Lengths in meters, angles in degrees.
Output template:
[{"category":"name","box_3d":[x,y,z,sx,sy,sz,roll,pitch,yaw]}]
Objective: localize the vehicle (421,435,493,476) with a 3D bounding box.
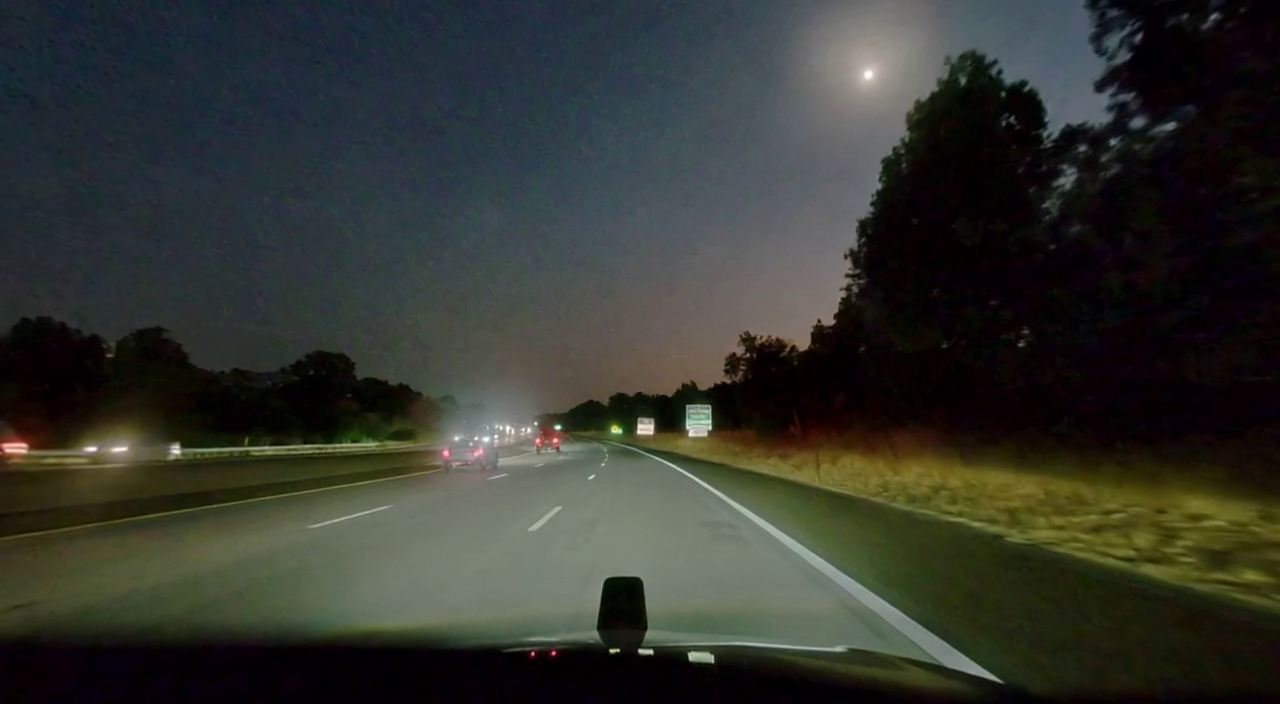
[{"category":"vehicle","box_3d":[-7.705,4.397,27.015,1.931,1.608,3.977,0,-8,-1]}]

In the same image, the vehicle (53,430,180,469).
[{"category":"vehicle","box_3d":[-24.706,4.604,30.028,2.099,1.687,4.680,0,-8,-2]}]
